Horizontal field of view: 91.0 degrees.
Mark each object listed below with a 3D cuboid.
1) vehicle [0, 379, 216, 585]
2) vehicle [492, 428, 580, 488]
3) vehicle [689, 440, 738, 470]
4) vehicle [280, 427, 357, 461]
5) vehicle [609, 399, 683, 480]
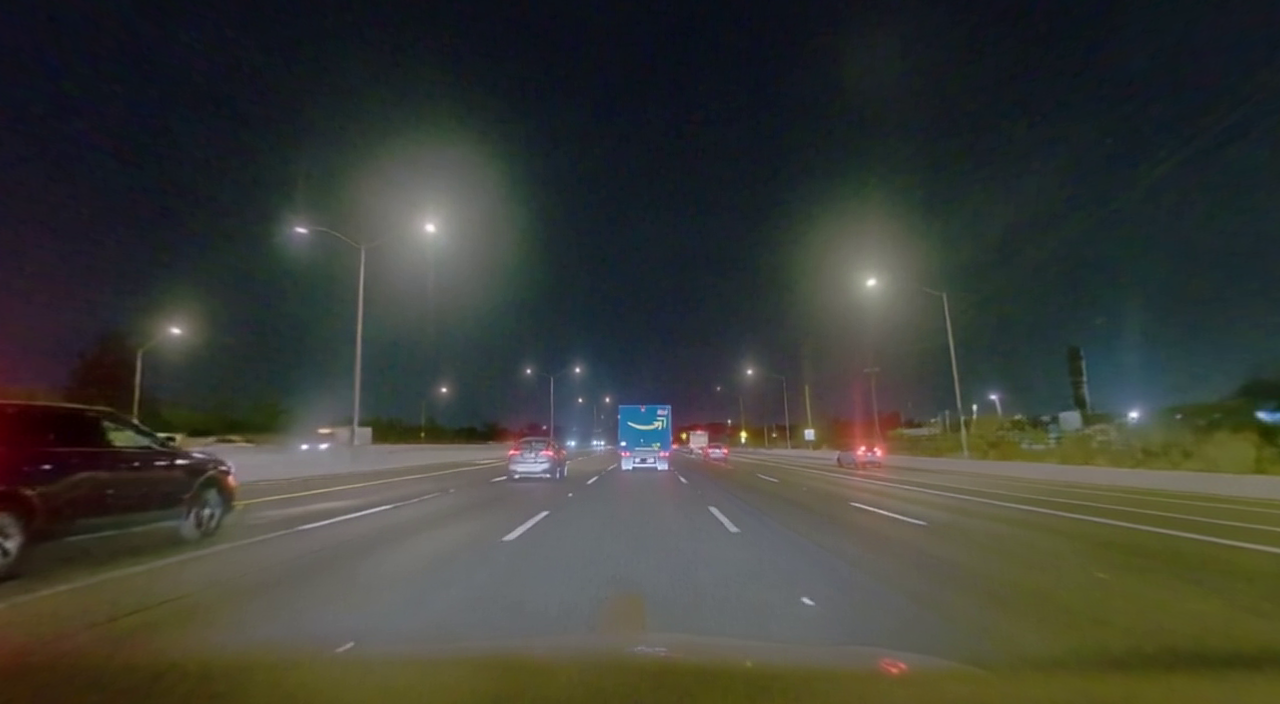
[{"bbox_3d":[-6.870,1.214,5.984,2.101,1.858,5.071,0,-8,0],"label":"vehicle"},{"bbox_3d":[-3.237,3.402,20.463,2.095,1.688,4.188,0,-9,0],"label":"vehicle"},{"bbox_3d":[3.817,5.451,33.547,1.970,1.499,4.491,1,-8,-2],"label":"vehicle"},{"bbox_3d":[-19.265,5.568,38.038,2.085,1.894,4.592,0,-8,1],"label":"vehicle"},{"bbox_3d":[0.205,3.409,24.348,2.456,2.705,6.251,0,-9,0],"label":"vehicle"}]
